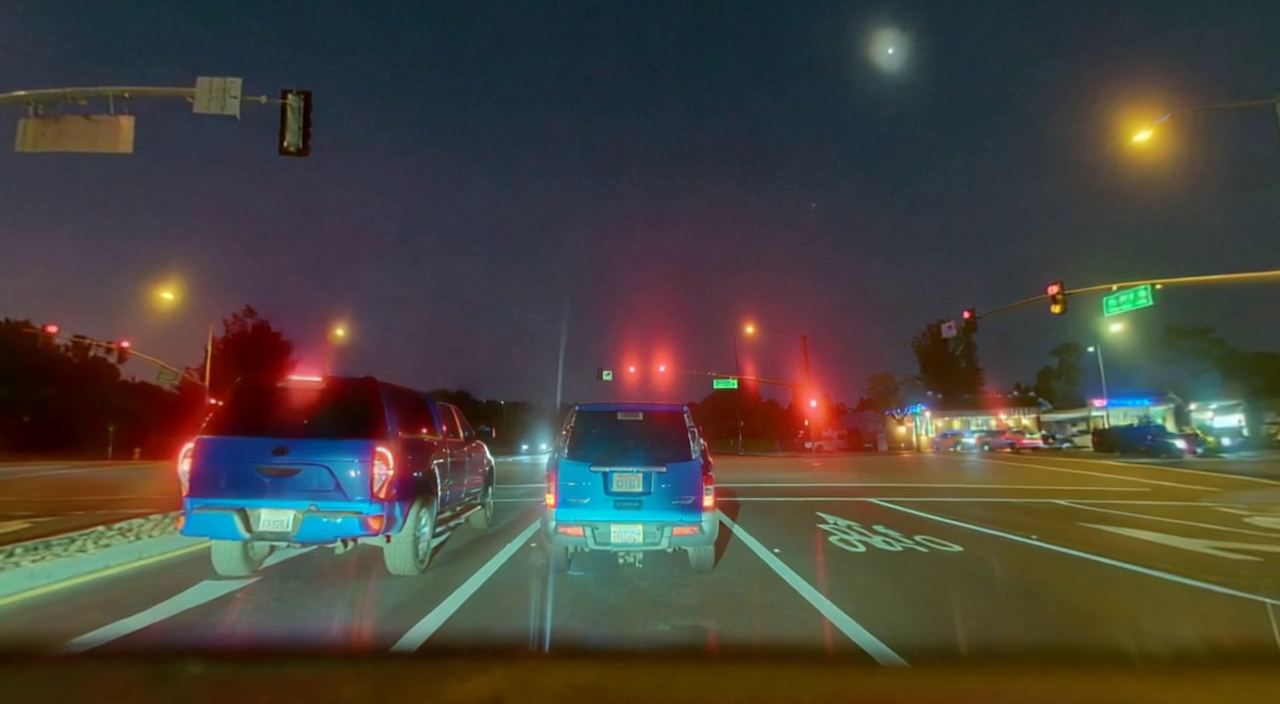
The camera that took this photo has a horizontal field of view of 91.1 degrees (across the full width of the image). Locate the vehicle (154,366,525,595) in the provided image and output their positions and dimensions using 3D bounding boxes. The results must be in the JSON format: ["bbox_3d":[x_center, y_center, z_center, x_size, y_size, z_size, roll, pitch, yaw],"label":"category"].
[{"bbox_3d":[-2.966,1.429,7.784,2.220,1.926,4.870,0,-8,-1],"label":"vehicle"}]

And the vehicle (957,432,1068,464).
[{"bbox_3d":[19.298,4.972,32.657,4.624,1.601,1.871,0,-8,-3],"label":"vehicle"}]

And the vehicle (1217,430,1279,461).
[{"bbox_3d":[37.009,5.437,36.602,4.714,1.754,2.041,0,-8,-2],"label":"vehicle"}]

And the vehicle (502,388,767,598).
[{"bbox_3d":[-0.076,1.516,7.651,2.204,1.738,4.690,0,-8,-1],"label":"vehicle"}]

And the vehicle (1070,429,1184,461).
[{"bbox_3d":[27.928,5.328,36.105,4.849,1.759,2.041,0,-8,-2],"label":"vehicle"}]

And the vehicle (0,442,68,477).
[{"bbox_3d":[-32.190,5.397,31.732,4.406,1.682,2.040,0,-8,-2],"label":"vehicle"}]
